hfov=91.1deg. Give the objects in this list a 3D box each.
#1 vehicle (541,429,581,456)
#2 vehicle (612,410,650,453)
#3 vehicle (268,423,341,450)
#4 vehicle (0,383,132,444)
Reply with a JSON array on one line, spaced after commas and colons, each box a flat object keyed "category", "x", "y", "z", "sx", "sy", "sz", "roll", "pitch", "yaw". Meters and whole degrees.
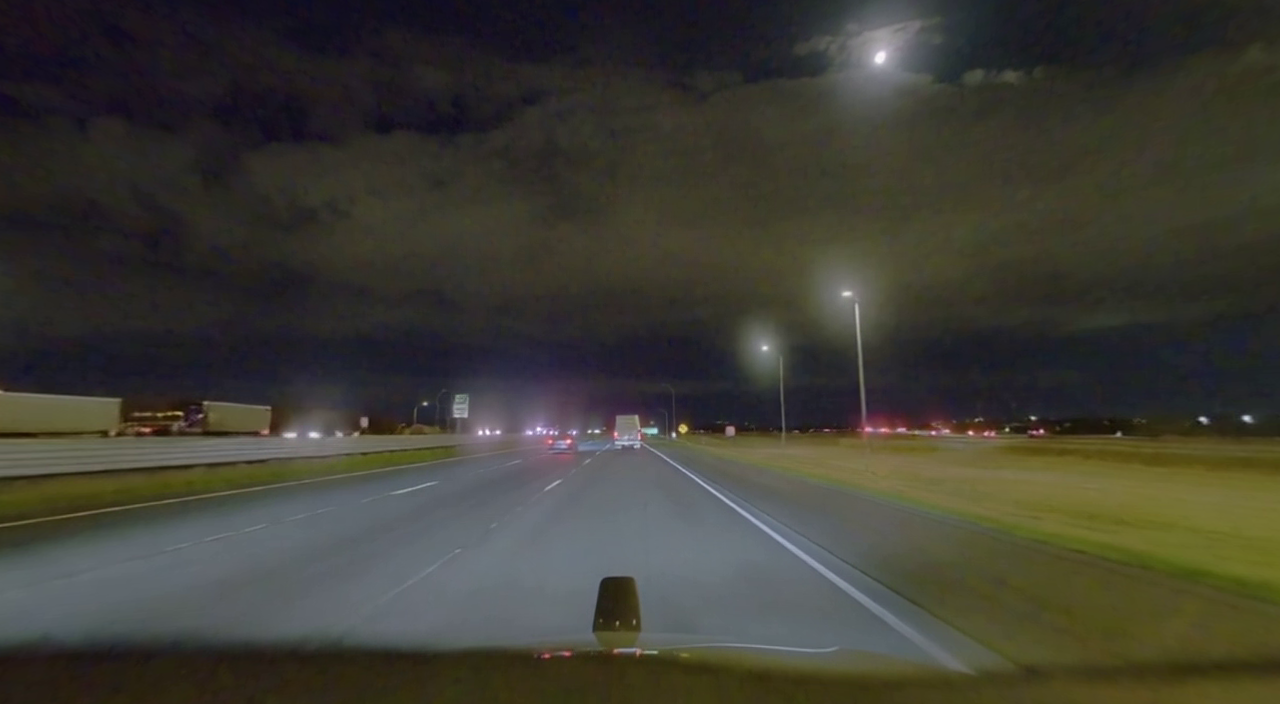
[{"category": "vehicle", "x": -4.688, "y": 5.463, "z": 37.930, "sx": 1.932, "sy": 1.544, "sz": 3.864, "roll": 0, "pitch": -8, "yaw": -1}, {"category": "vehicle", "x": -0.648, "y": 5.478, "z": 42.979, "sx": 2.418, "sy": 2.704, "sz": 6.445, "roll": 0, "pitch": -8, "yaw": -2}, {"category": "vehicle", "x": -19.961, "y": 5.079, "z": 37.649, "sx": 1.860, "sy": 1.514, "sz": 4.643, "roll": 0, "pitch": -8, "yaw": -1}, {"category": "vehicle", "x": -41.700, "y": 4.593, "z": 45.277, "sx": 2.866, "sy": 3.976, "sz": 8.572, "roll": 0, "pitch": -8, "yaw": 0}]
